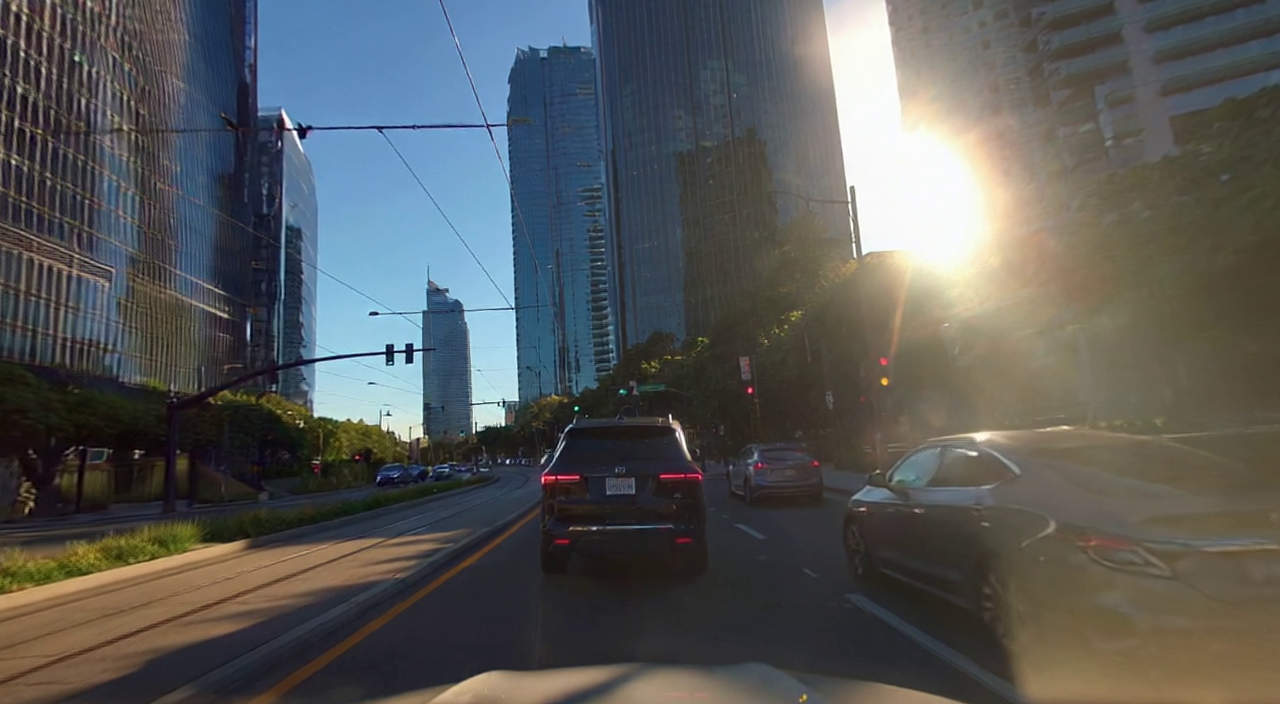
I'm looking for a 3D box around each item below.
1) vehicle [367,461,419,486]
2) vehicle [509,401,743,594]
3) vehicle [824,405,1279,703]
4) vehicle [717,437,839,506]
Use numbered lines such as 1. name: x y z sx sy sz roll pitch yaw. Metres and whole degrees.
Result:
1. vehicle: -16.008 7.871 41.203 1.798 1.409 4.239 0 -8 -2
2. vehicle: -0.199 1.670 8.106 2.178 1.779 4.255 0 -8 -2
3. vehicle: 3.127 1.292 4.902 1.993 1.480 4.324 0 -8 -1
4. vehicle: 3.460 3.079 16.772 2.128 1.582 4.188 0 -8 -3
